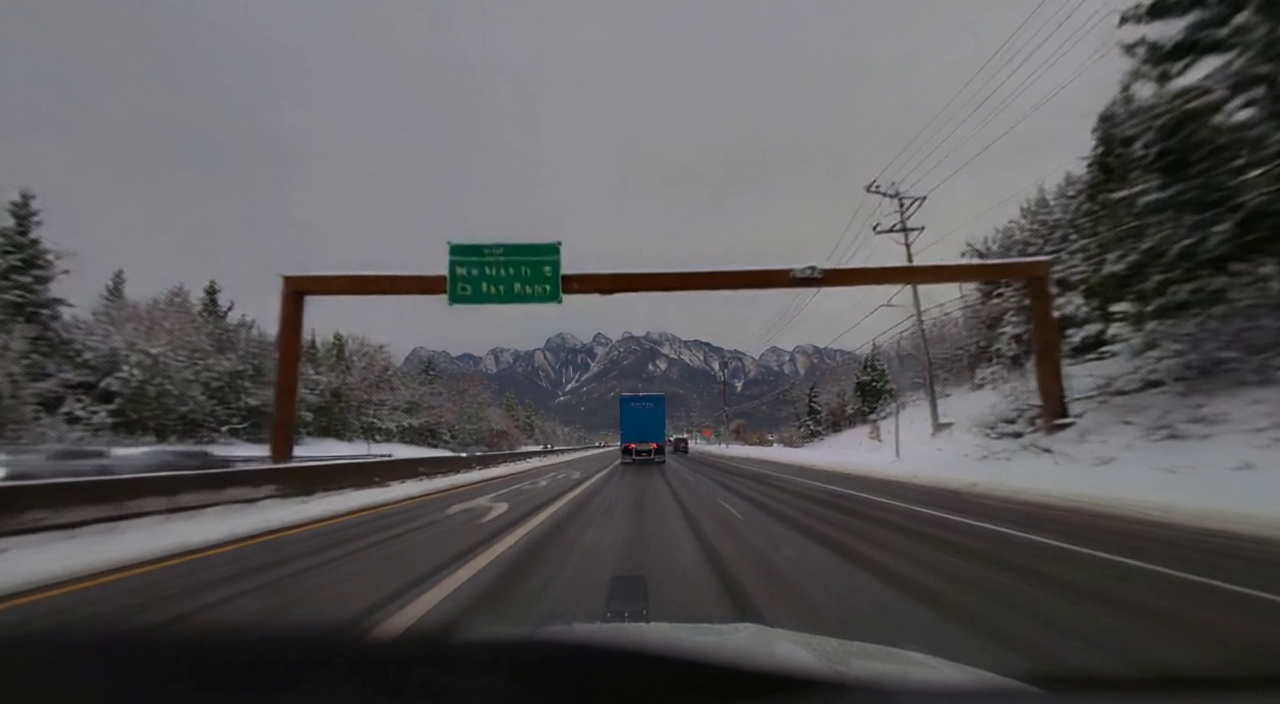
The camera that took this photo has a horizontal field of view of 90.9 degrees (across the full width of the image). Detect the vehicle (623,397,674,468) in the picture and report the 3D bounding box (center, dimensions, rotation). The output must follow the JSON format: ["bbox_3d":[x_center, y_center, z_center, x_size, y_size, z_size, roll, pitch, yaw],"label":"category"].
[{"bbox_3d":[0.394,5.519,42.516,2.919,4.101,11.541,0,-8,-1],"label":"vehicle"}]

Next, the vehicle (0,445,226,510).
[{"bbox_3d":[-16.140,3.781,19.824,2.048,1.702,6.079,0,-8,1],"label":"vehicle"}]
